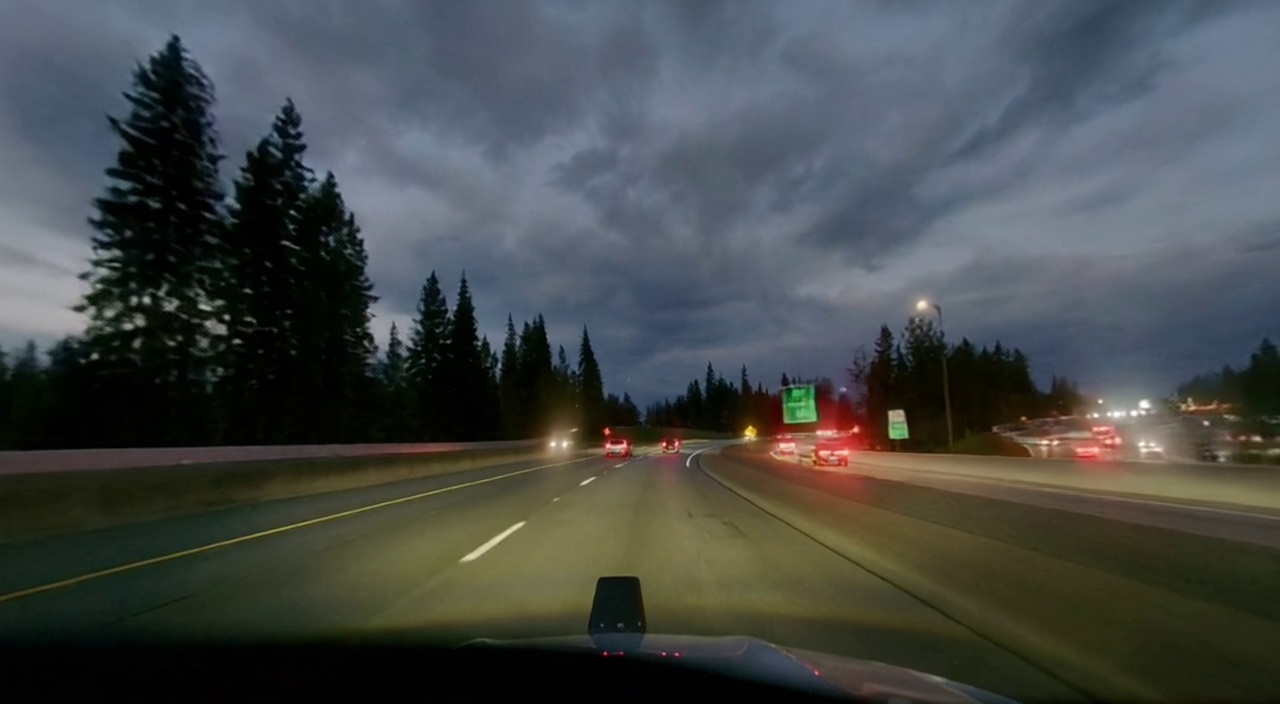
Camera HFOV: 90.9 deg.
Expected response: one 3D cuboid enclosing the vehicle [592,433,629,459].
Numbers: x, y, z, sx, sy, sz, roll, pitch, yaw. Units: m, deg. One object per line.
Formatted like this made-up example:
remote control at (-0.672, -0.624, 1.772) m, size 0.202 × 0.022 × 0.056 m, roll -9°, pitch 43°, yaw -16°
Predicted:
vehicle at (-2.066, 6.745, 45.347) m, size 2.129 × 1.742 × 4.217 m, roll -1°, pitch -8°, yaw 5°
